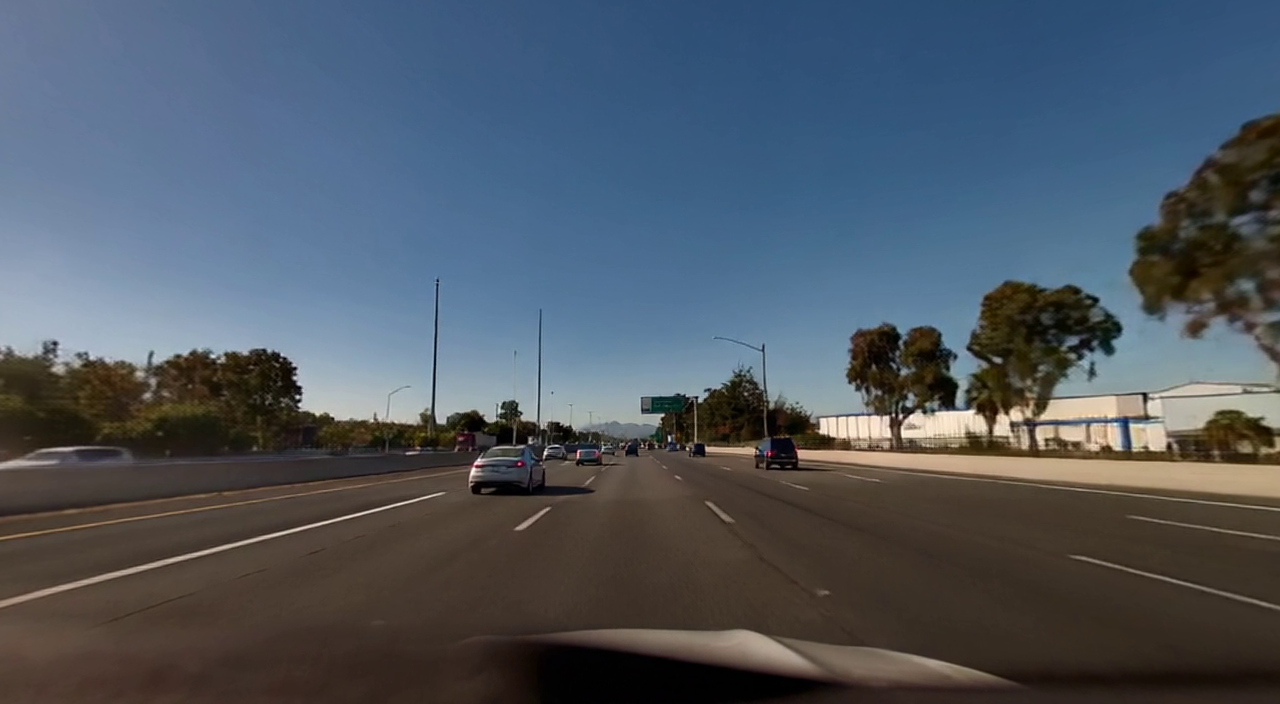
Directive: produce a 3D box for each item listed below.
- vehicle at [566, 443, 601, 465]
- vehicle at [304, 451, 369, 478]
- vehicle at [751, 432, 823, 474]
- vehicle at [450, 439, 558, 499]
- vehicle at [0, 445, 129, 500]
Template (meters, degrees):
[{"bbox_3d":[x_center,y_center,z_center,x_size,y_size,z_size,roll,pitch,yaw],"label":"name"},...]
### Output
[{"bbox_3d":[-3.867,7.074,43.971,2.078,1.464,4.093,0,-9,0],"label":"vehicle"},{"bbox_3d":[-17.096,6.326,35.829,1.816,1.405,3.650,0,-9,1],"label":"vehicle"},{"bbox_3d":[6.797,4.744,29.826,2.147,1.769,4.666,0,-9,-2],"label":"vehicle"},{"bbox_3d":[-3.700,3.276,18.098,2.047,1.469,4.614,0,-9,0],"label":"vehicle"},{"bbox_3d":[-20.918,4.087,21.910,2.136,1.695,5.011,0,-9,0],"label":"vehicle"}]
